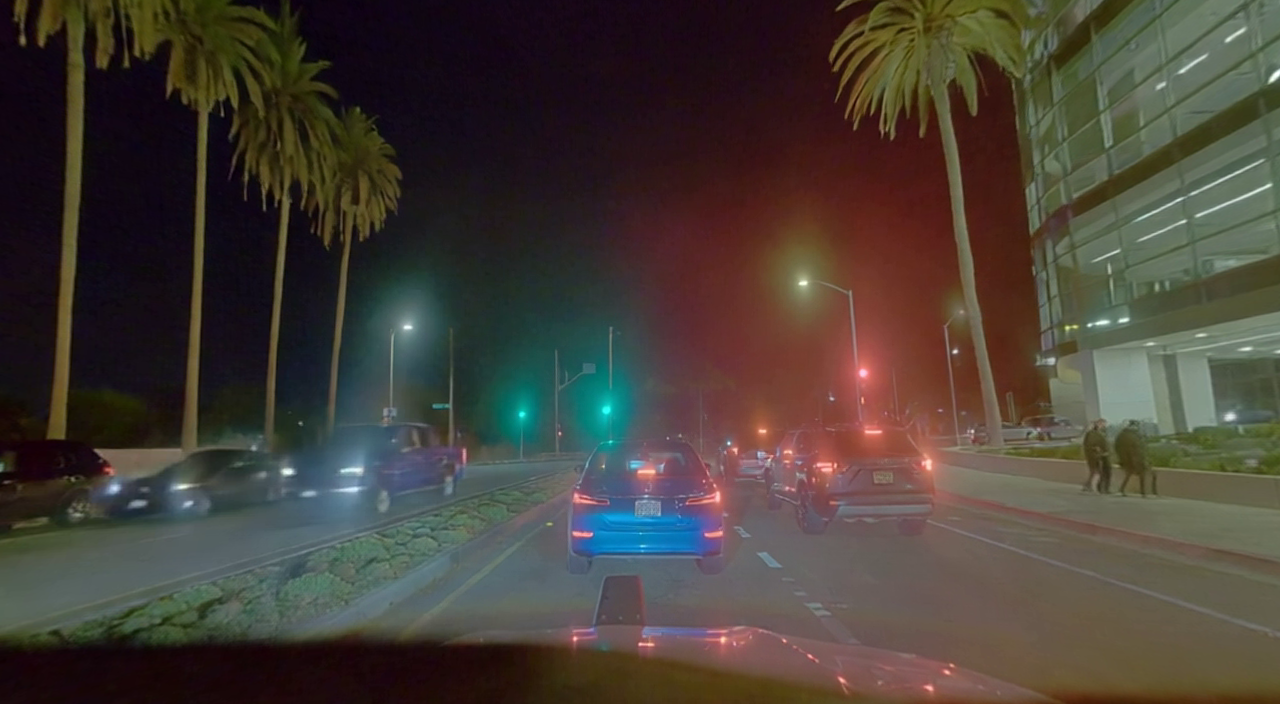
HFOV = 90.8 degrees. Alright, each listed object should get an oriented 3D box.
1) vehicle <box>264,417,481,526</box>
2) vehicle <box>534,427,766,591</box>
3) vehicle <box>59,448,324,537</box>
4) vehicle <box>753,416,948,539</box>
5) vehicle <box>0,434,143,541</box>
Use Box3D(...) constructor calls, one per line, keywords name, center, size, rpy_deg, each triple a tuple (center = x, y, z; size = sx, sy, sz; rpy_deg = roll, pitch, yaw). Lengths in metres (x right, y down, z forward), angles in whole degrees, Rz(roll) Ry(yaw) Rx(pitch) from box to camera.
Box3D(name="vehicle", center=(-5.204, 2.400, 13.274), size=(2.068, 1.811, 4.910), rpy_deg=(-2, -9, 5))
Box3D(name="vehicle", center=(0.131, 1.716, 7.747), size=(2.088, 1.452, 3.993), rpy_deg=(0, -8, 1))
Box3D(name="vehicle", center=(-8.583, 2.678, 12.776), size=(1.898, 1.439, 4.540), rpy_deg=(-1, -8, 2))
Box3D(name="vehicle", center=(3.396, 2.112, 11.239), size=(2.003, 1.733, 4.319), rpy_deg=(0, -8, 1))
Box3D(name="vehicle", center=(-13.055, 2.720, 12.294), size=(2.240, 1.964, 5.707), rpy_deg=(-6, -8, 0))
